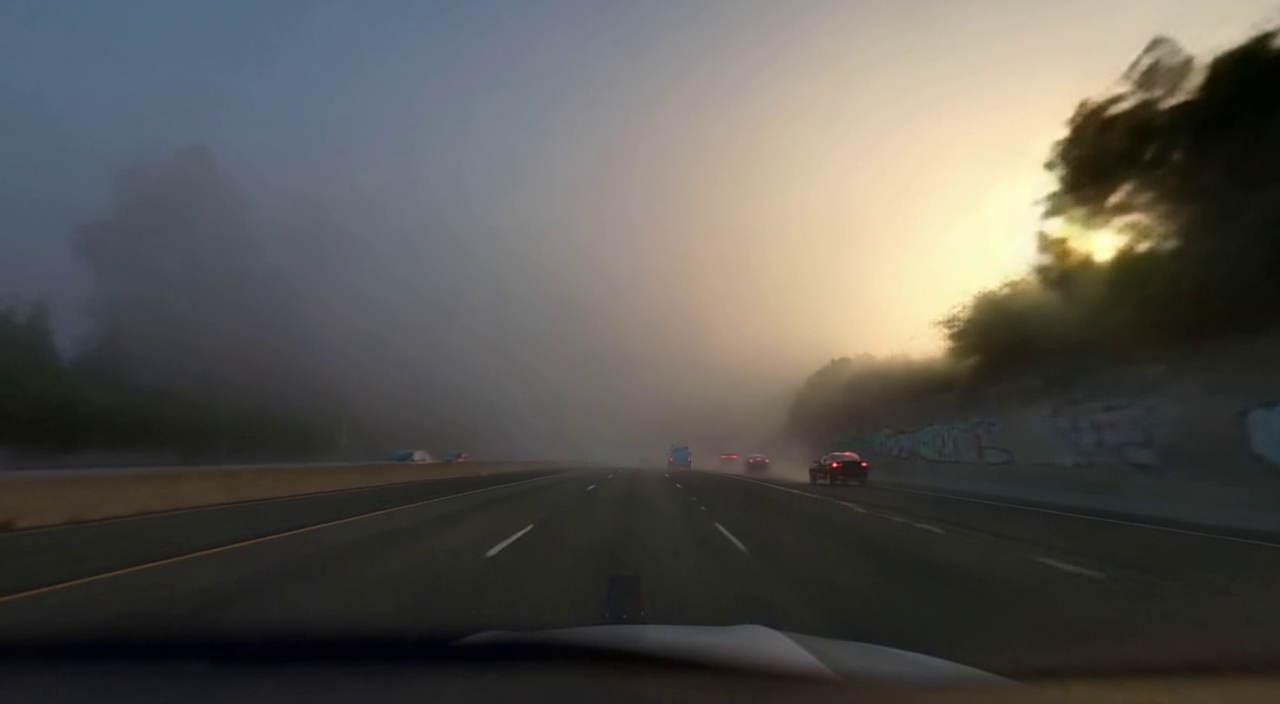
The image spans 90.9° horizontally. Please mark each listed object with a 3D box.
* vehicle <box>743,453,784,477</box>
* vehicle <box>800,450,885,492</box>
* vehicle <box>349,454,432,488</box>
[{"bbox_3d":[8.268,7.586,42.604,1.842,1.475,4.479,0,-9,0],"label":"vehicle"},{"bbox_3d":[7.945,4.696,25.240,1.907,1.495,4.517,0,-9,0],"label":"vehicle"},{"bbox_3d":[-11.747,5.603,30.013,2.024,1.459,4.497,0,-9,1],"label":"vehicle"}]
